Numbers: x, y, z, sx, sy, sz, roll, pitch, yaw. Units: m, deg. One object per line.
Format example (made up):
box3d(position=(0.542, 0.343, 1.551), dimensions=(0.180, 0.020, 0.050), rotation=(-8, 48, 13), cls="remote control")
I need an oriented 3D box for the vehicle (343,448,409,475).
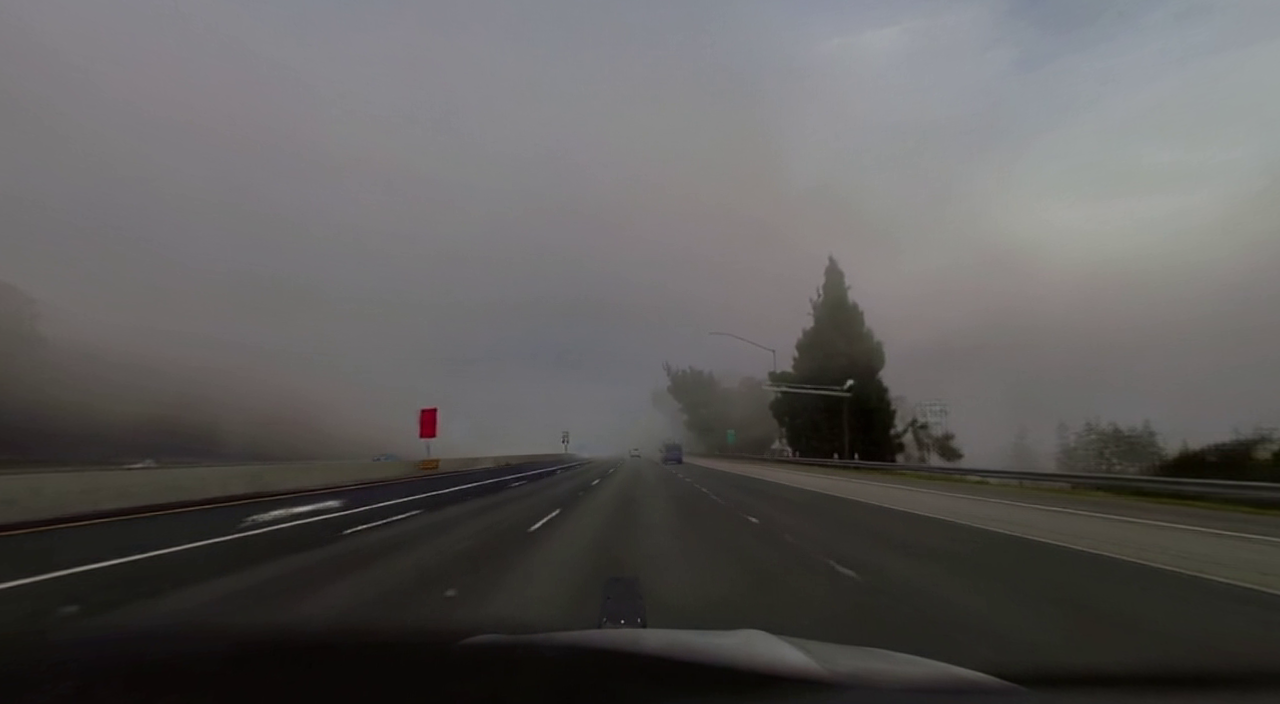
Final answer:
box3d(position=(-15.653, 6.513, 37.657), dimensions=(1.903, 1.486, 4.666), rotation=(0, -9, 1), cls="vehicle")
